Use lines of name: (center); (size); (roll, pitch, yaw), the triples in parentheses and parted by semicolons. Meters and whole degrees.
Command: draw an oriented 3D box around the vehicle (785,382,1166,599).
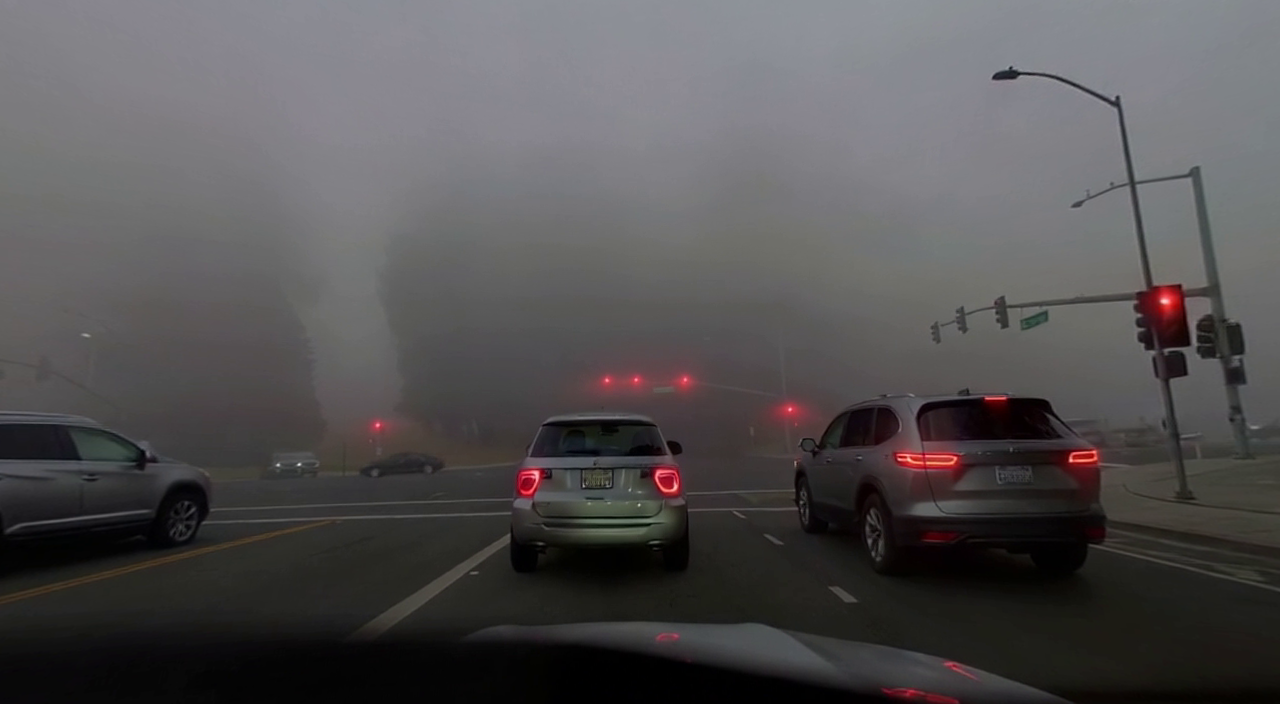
vehicle: (3.266, 1.462, 7.432); (2.083, 1.779, 4.347); (0, -9, 0)

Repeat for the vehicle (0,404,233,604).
vehicle: (-6.725, 1.447, 6.224); (2.011, 1.774, 4.866); (0, -9, 2)

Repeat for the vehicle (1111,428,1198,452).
vehicle: (34.304, 5.879, 42.090); (4.276, 1.579, 1.762); (0, -9, -3)

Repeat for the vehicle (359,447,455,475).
vehicle: (-13.015, 6.105, 35.415); (4.669, 1.469, 1.855); (0, -9, -3)

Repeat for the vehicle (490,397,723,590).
vehicle: (-0.240, 1.564, 7.692); (2.067, 1.702, 3.987); (0, -9, 2)
